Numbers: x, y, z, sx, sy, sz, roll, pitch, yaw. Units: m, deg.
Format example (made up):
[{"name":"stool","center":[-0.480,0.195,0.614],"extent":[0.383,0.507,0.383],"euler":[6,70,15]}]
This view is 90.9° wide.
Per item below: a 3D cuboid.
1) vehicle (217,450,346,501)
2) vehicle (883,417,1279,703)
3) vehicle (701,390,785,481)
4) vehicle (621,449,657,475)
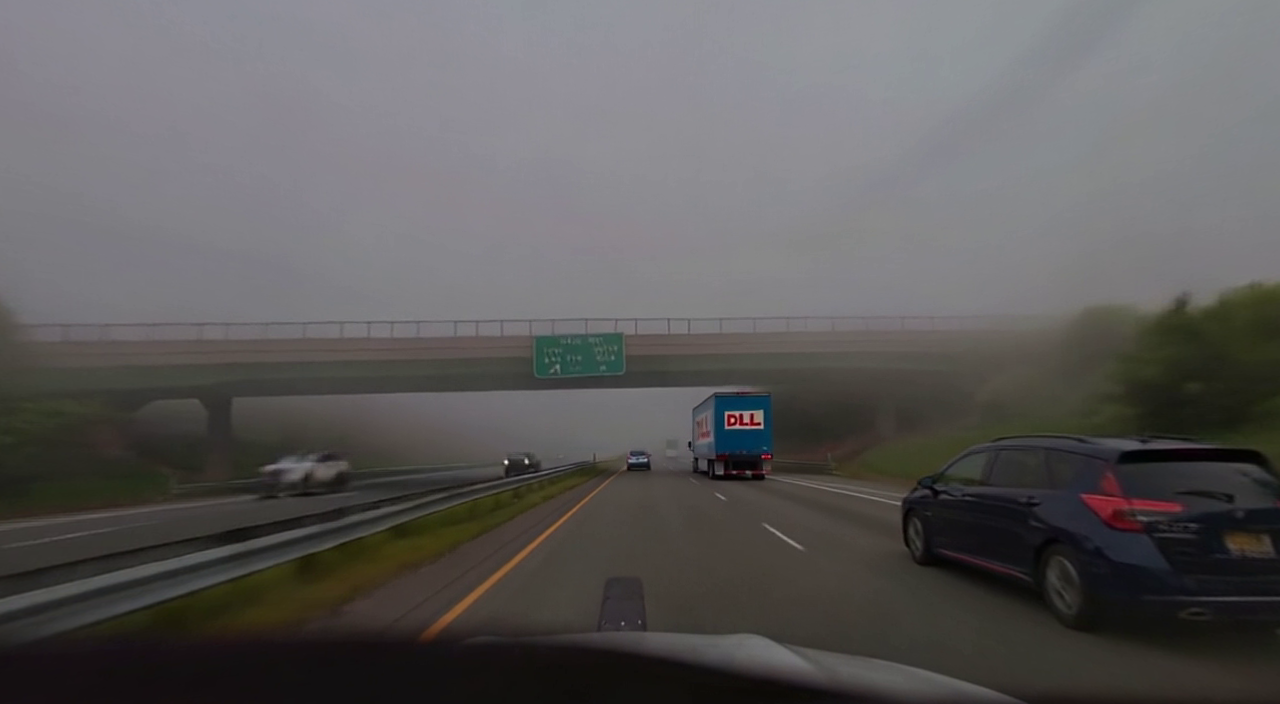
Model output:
[{"name":"vehicle","center":[-13.074,4.497,23.417],"extent":[2.029,1.656,4.587],"euler":[-1,-9,1]},{"name":"vehicle","center":[3.741,1.358,5.082],"extent":[1.894,1.452,4.164],"euler":[0,-9,0]},{"name":"vehicle","center":[4.947,4.322,32.121],"extent":[2.838,3.985,8.010],"euler":[0,-9,0]},{"name":"vehicle","center":[-0.052,6.706,38.640],"extent":[2.055,1.445,3.661],"euler":[0,-9,0]}]
